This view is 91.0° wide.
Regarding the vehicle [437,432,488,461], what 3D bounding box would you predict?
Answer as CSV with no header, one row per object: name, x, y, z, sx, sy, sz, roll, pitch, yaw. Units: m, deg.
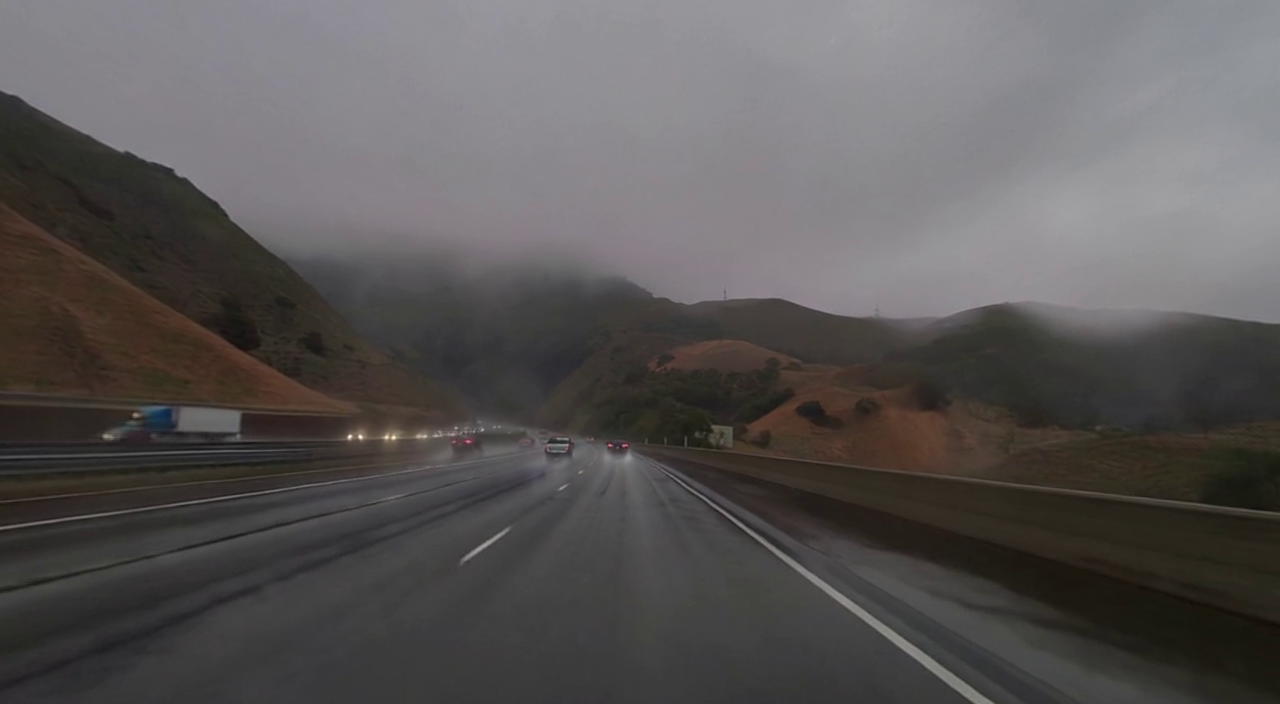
vehicle,-12.445,6.692,44.508,2.219,1.923,4.985,0,-9,-1

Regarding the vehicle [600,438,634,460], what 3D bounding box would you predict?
vehicle,-1.748,7.332,47.636,2.421,1.594,4.248,0,-9,-2

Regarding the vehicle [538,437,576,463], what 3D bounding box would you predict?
vehicle,-5.374,6.419,41.308,2.060,1.631,4.214,0,-9,-1
